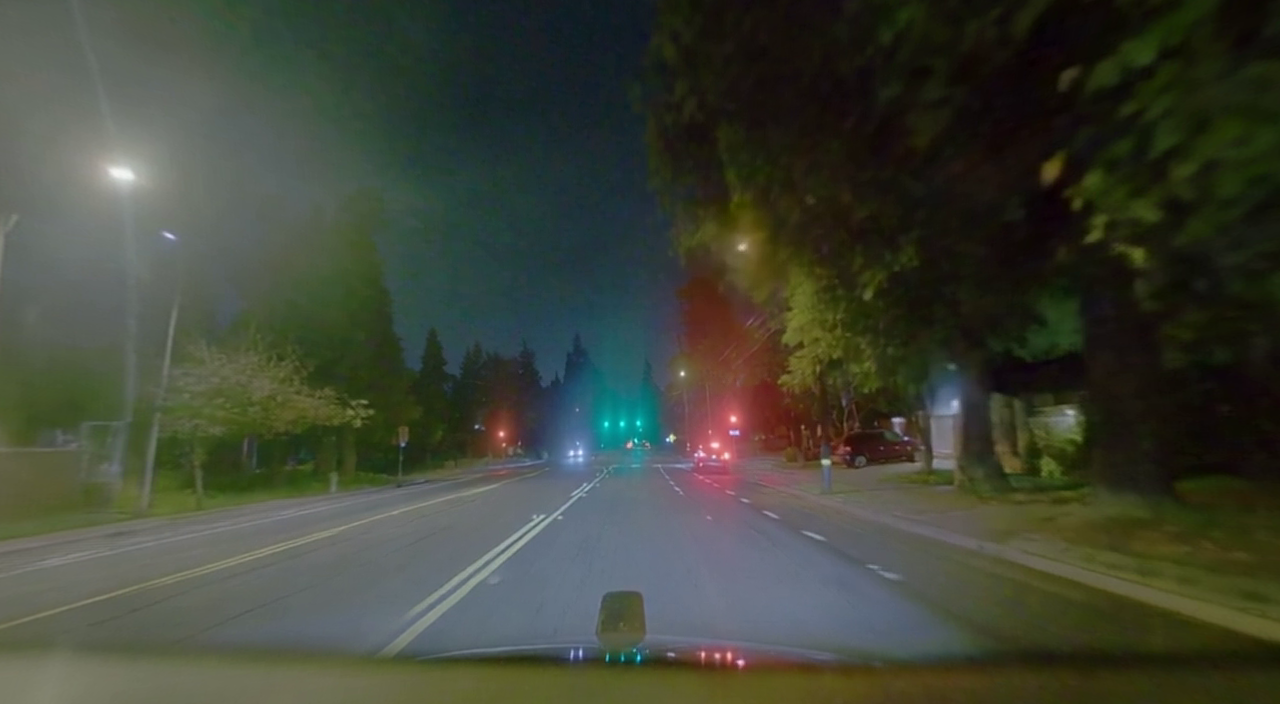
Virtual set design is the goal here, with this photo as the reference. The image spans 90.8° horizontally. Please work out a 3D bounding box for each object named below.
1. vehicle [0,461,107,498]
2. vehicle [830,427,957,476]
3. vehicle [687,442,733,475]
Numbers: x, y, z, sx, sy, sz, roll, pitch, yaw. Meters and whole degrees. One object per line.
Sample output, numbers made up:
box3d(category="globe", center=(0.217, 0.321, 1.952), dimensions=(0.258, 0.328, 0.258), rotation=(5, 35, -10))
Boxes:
box3d(category="vehicle", center=(-35.524, 7.624, 38.113), dimensions=(1.986, 1.854, 5.454), rotation=(-1, -8, -1))
box3d(category="vehicle", center=(10.184, 4.017, 25.499), dimensions=(4.434, 1.730, 2.081), rotation=(-6, -10, 23))
box3d(category="vehicle", center=(3.809, 5.899, 35.190), dimensions=(1.900, 1.661, 4.346), rotation=(0, -9, -2))
